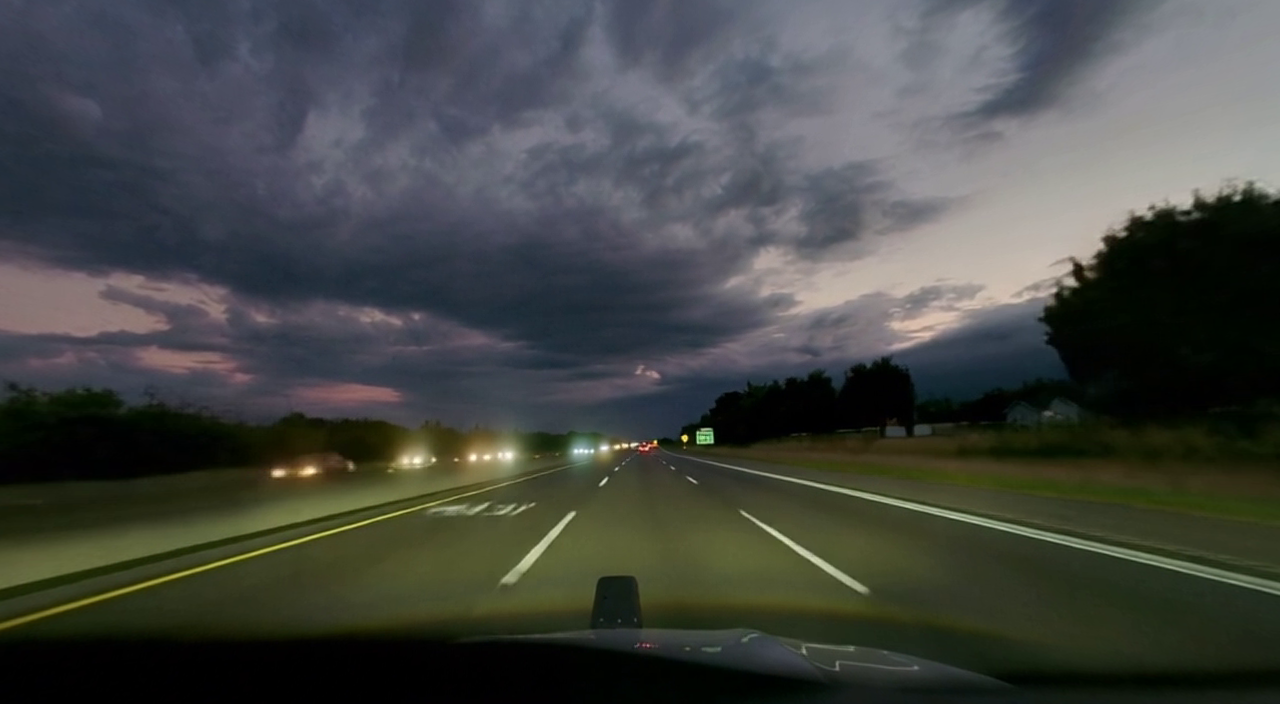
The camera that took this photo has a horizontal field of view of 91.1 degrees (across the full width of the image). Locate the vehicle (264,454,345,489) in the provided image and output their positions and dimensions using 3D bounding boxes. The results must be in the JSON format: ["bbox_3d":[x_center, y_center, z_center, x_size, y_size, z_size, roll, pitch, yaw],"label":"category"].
[{"bbox_3d":[-15.531,5.529,29.337,1.718,1.442,3.702,-1,-9,0],"label":"vehicle"}]
